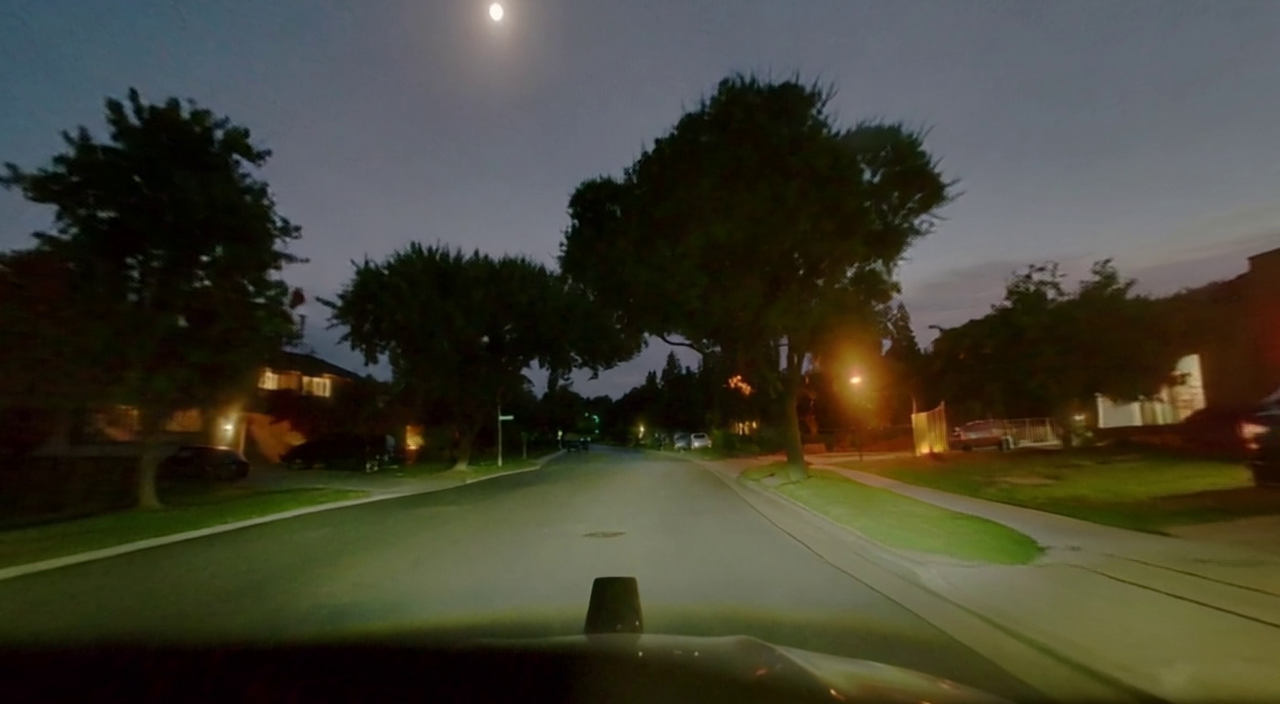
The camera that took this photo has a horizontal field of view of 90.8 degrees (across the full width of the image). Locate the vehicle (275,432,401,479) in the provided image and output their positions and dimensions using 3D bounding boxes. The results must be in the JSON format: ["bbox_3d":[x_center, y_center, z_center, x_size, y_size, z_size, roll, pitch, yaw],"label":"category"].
[{"bbox_3d":[-14.238,4.886,29.889,5.045,1.835,2.315,-6,-9,15],"label":"vehicle"}]
